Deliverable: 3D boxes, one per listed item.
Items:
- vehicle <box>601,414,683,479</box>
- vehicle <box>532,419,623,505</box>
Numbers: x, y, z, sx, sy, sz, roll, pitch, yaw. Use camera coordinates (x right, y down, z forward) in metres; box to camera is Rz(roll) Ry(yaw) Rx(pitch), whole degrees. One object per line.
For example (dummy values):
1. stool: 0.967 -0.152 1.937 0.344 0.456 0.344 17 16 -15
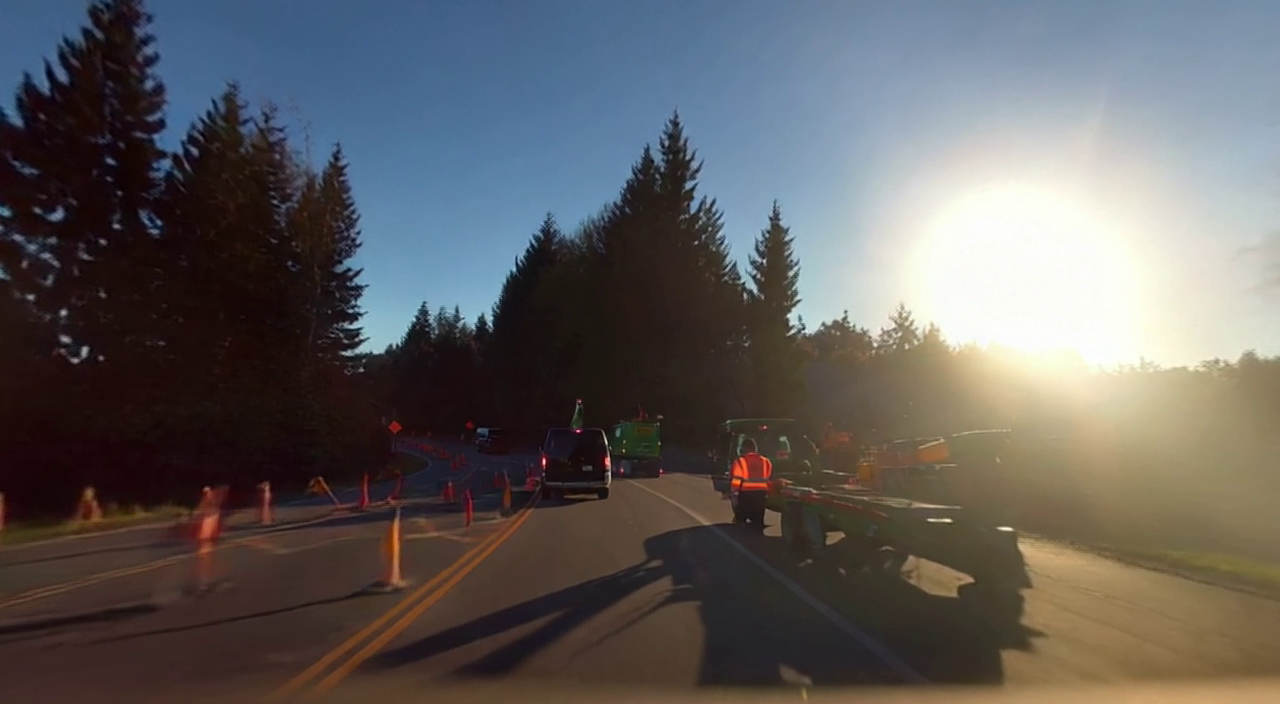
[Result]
1. vehicle: -0.151 5.459 36.864 3.126 3.310 8.534 1 -8 -11
2. vehicle: -1.966 3.252 19.069 2.362 2.223 4.892 1 -9 -8
